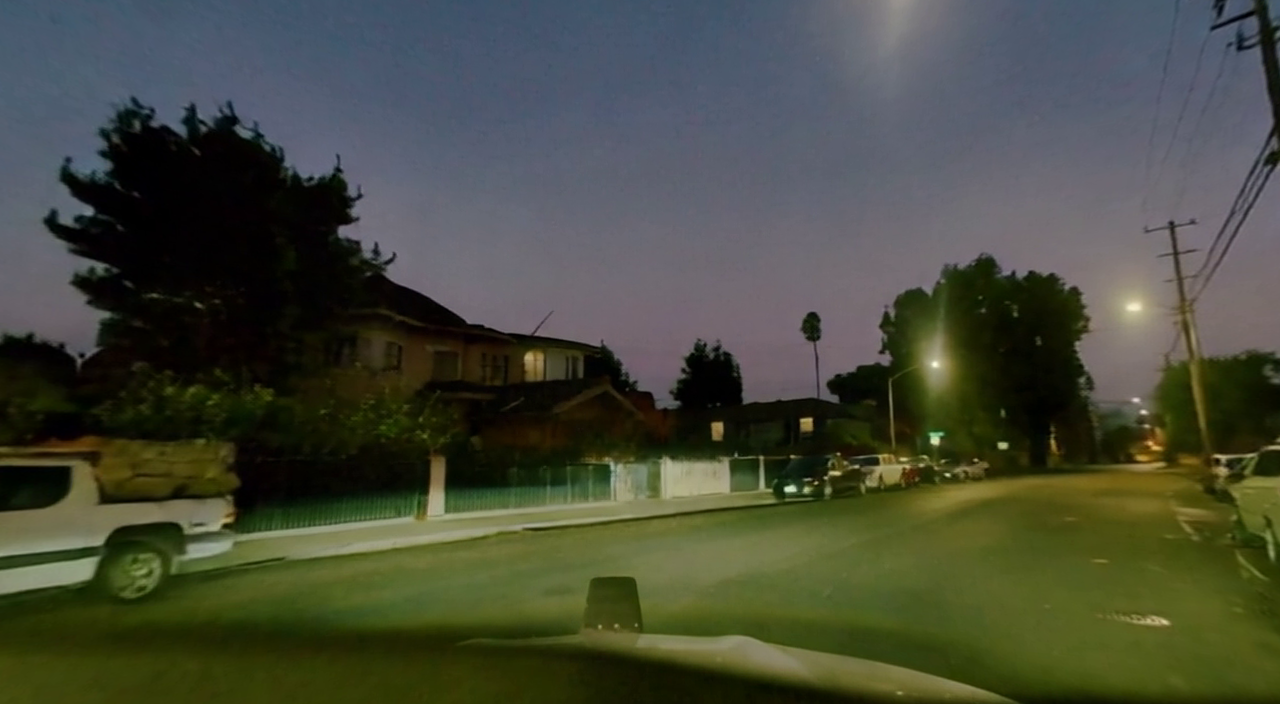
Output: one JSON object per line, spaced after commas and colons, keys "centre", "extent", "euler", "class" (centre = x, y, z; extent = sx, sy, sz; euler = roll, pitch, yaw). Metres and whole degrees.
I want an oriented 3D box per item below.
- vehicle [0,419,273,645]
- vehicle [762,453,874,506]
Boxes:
{"centre": [-5.437, 1.290, 4.694], "extent": [2.082, 1.547, 4.217], "euler": [-3, -9, 21], "class": "vehicle"}
{"centre": [5.964, 4.092, 20.810], "extent": [1.930, 1.478, 4.731], "euler": [-6, -11, 36], "class": "vehicle"}
